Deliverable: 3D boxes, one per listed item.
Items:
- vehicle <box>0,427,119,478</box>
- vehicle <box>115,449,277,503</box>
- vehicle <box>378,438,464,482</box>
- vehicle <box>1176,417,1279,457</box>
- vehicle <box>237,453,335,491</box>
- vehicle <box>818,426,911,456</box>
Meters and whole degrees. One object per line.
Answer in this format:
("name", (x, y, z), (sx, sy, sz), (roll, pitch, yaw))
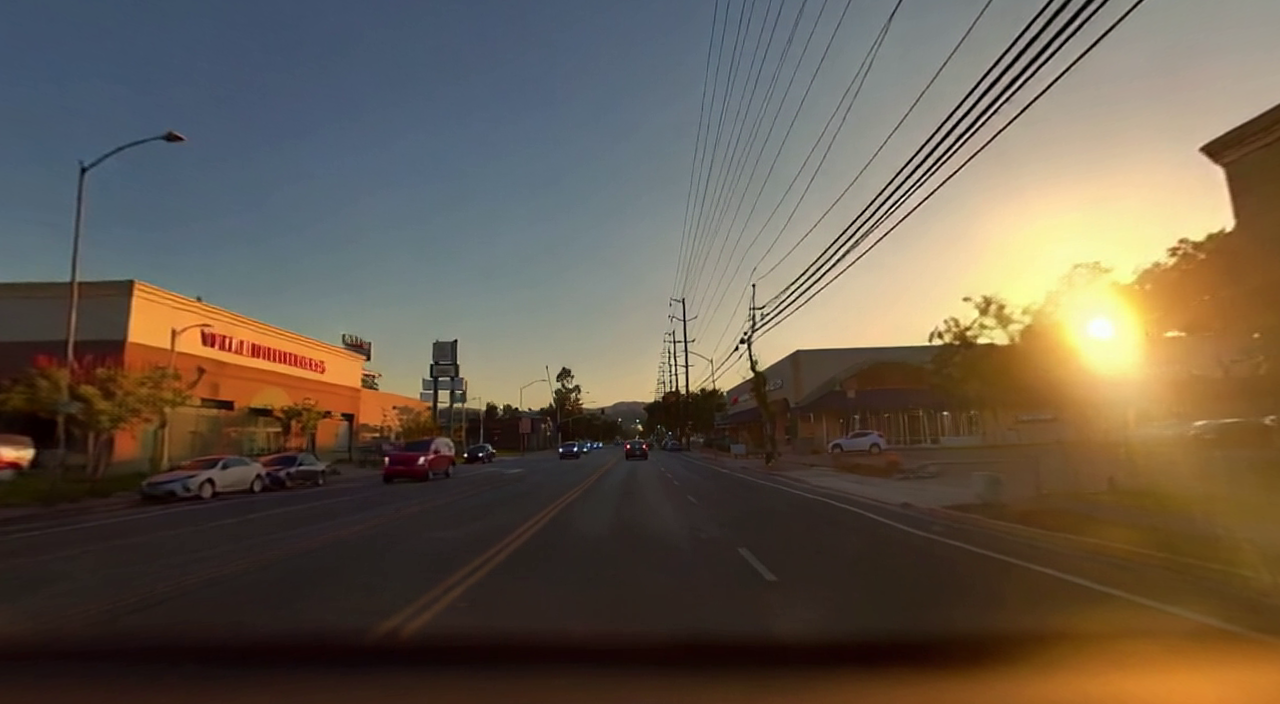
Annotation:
("vehicle", (-23.939, 3.868, 24.517), (5.233, 1.880, 2.362), (4, -8, -28))
("vehicle", (-14.833, 4.118, 21.560), (1.954, 1.519, 5.051), (-1, -8, -1))
("vehicle", (-9.343, 4.619, 27.440), (1.940, 1.698, 5.028), (0, -8, 0))
("vehicle", (31.729, 4.439, 33.197), (4.895, 1.884, 2.320), (-1, -5, 1))
("vehicle", (-14.867, 5.012, 26.816), (1.753, 1.401, 4.223), (0, -8, -1))
("vehicle", (13.514, 5.373, 38.208), (4.836, 1.750, 2.079), (0, -7, -1))
